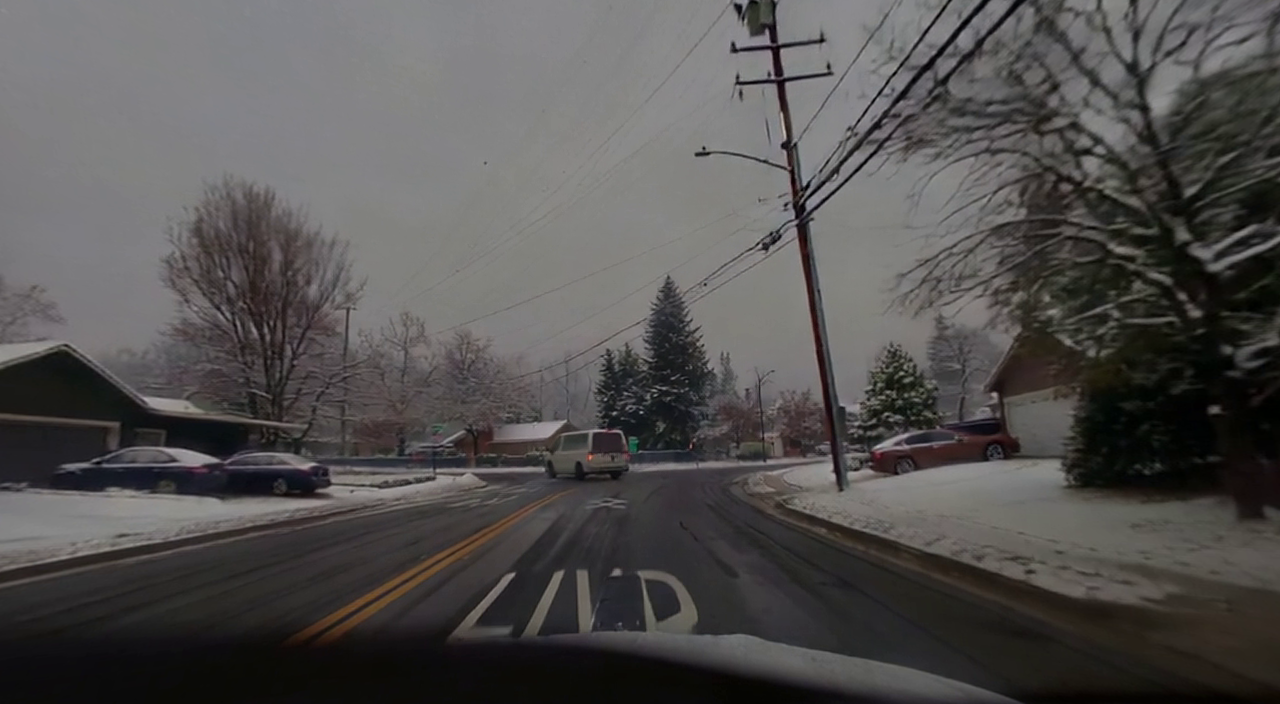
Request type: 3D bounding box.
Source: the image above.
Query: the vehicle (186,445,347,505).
[{"bbox_3d":[-13.599,4.568,23.272,4.550,1.655,2.143,-5,-15,-1],"label":"vehicle"}]

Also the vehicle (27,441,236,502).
[{"bbox_3d":[-16.398,3.856,20.632,4.881,1.828,2.111,0,-9,-2],"label":"vehicle"}]

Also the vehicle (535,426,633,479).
[{"bbox_3d":[-3.741,6.374,40.366,2.929,3.058,7.559,6,-10,-34],"label":"vehicle"}]

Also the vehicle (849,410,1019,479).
[{"bbox_3d":[9.962,3.196,21.734,4.658,1.536,2.090,-9,-10,1],"label":"vehicle"}]
